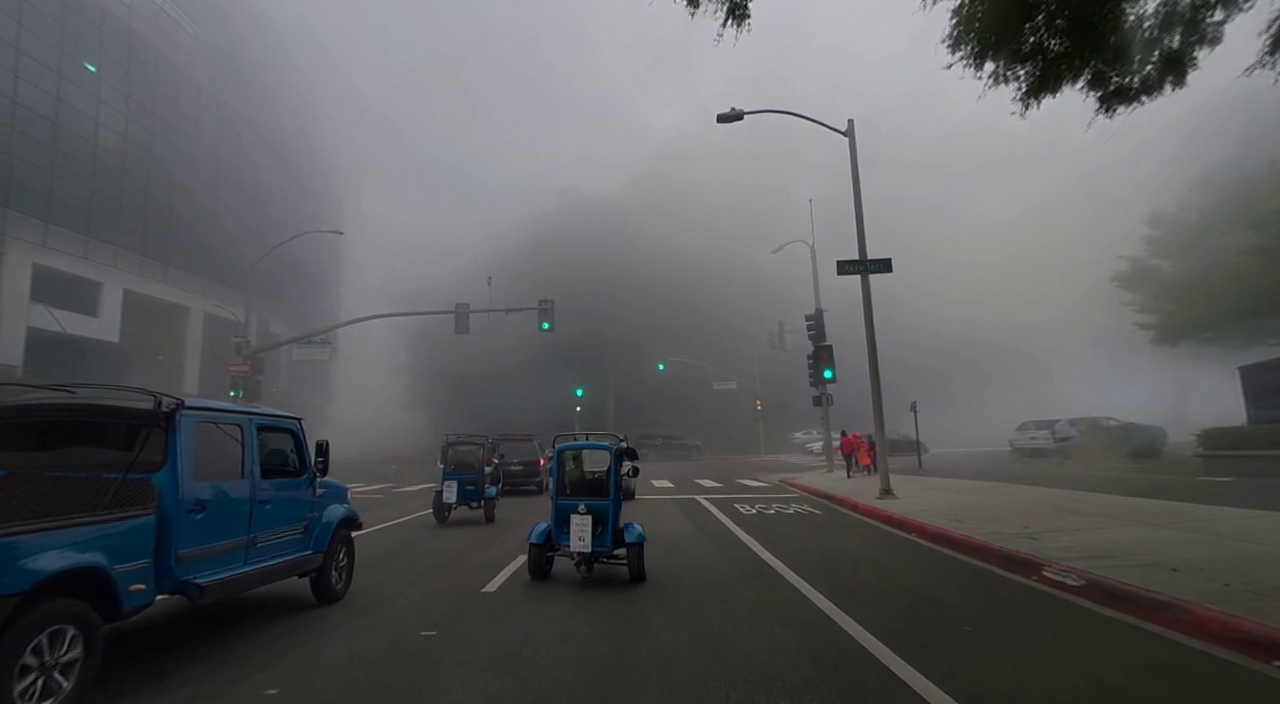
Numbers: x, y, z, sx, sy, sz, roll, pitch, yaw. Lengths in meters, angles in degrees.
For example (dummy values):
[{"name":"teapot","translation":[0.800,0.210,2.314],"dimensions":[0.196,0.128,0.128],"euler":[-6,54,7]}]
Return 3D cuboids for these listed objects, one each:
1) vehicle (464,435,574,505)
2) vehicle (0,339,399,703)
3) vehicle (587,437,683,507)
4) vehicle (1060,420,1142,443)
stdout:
[{"name":"vehicle","translation":[-3.075,3.084,16.872],"dimensions":[1.935,1.615,4.073],"euler":[-1,-8,3]},{"name":"vehicle","translation":[-3.613,1.138,4.424],"dimensions":[2.000,1.809,4.405],"euler":[0,-8,1]},{"name":"vehicle","translation":[-0.020,2.829,15.270],"dimensions":[2.025,1.458,4.085],"euler":[-1,-8,3]},{"name":"vehicle","translation":[30.728,5.348,41.879],"dimensions":[1.751,1.420,4.027],"euler":[8,-12,-43]}]
